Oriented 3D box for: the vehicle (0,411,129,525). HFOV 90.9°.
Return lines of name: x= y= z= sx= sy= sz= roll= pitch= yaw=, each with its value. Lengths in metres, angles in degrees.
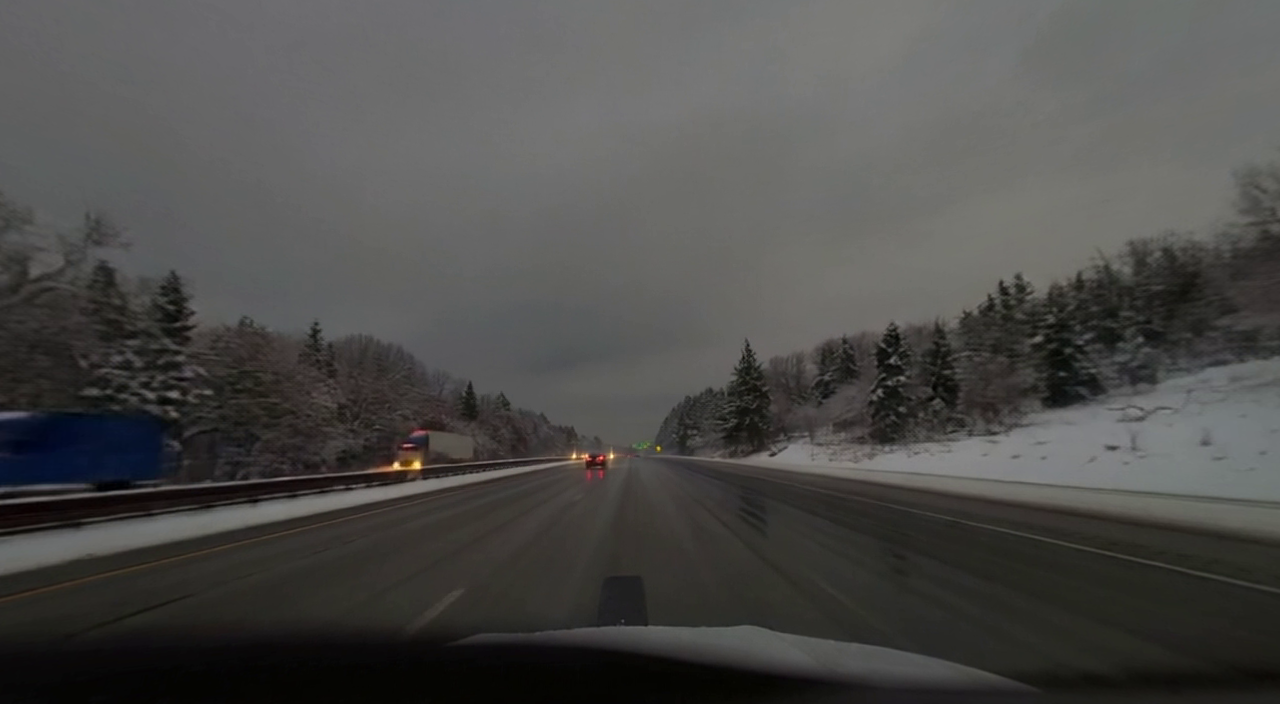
vehicle: x=-16.145 y=2.762 z=15.040 sx=2.400 sy=2.633 sz=6.390 roll=0 pitch=-9 yaw=0
